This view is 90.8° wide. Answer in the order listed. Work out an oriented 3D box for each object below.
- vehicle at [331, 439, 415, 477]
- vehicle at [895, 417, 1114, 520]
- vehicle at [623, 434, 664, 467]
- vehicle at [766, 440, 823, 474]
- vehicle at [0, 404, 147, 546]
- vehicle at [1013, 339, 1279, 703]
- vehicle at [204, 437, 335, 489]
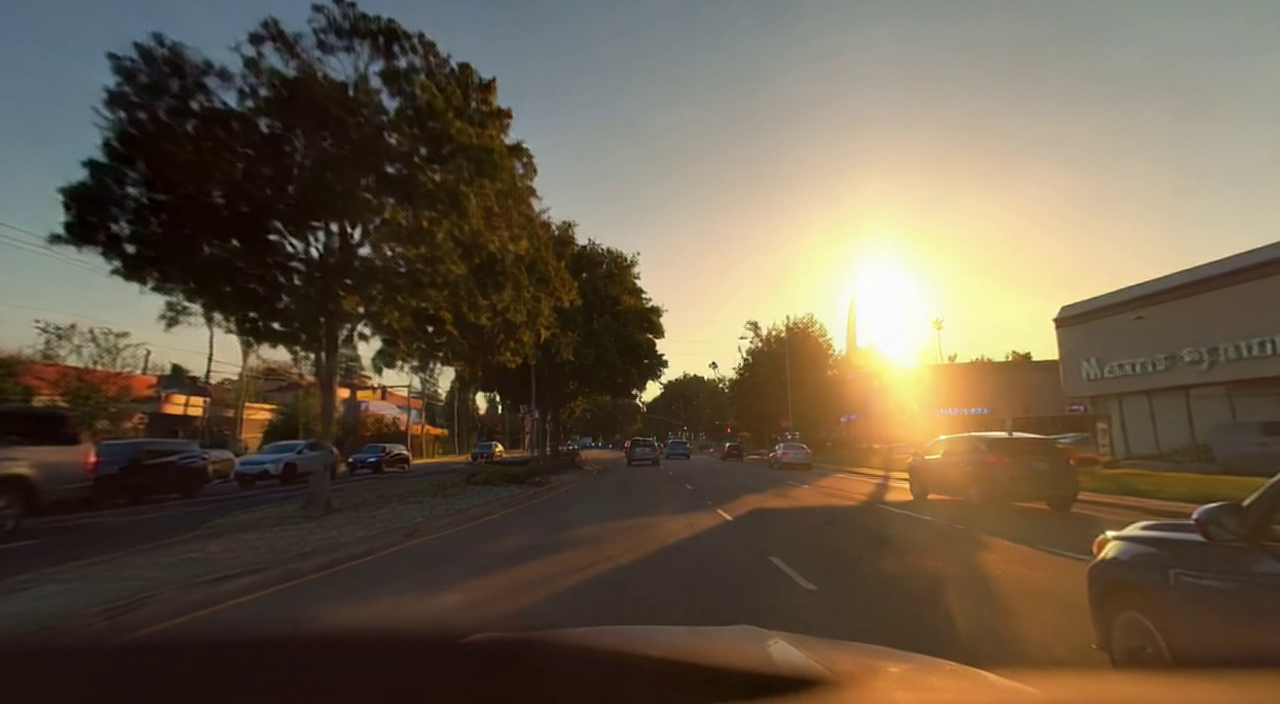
[{"bbox_3d":[-14.012,5.564,33.550,2.159,1.836,5.038,0,-9,1],"label":"vehicle"},{"bbox_3d":[7.251,2.356,13.252,1.977,1.786,4.344,0,-9,0],"label":"vehicle"},{"bbox_3d":[0.179,6.139,39.396,2.402,1.938,4.535,0,-8,0],"label":"vehicle"},{"bbox_3d":[7.423,5.070,30.787,1.879,1.517,4.006,0,-9,2],"label":"vehicle"},{"bbox_3d":[-10.412,1.582,7.878,2.909,1.956,6.908,0,-8,1],"label":"vehicle"},{"bbox_3d":[3.499,0.732,1.885,2.076,1.716,4.416,0,-9,1],"label":"vehicle"},{"bbox_3d":[-14.359,4.307,24.912,2.242,1.836,4.811,0,-8,-1],"label":"vehicle"}]
